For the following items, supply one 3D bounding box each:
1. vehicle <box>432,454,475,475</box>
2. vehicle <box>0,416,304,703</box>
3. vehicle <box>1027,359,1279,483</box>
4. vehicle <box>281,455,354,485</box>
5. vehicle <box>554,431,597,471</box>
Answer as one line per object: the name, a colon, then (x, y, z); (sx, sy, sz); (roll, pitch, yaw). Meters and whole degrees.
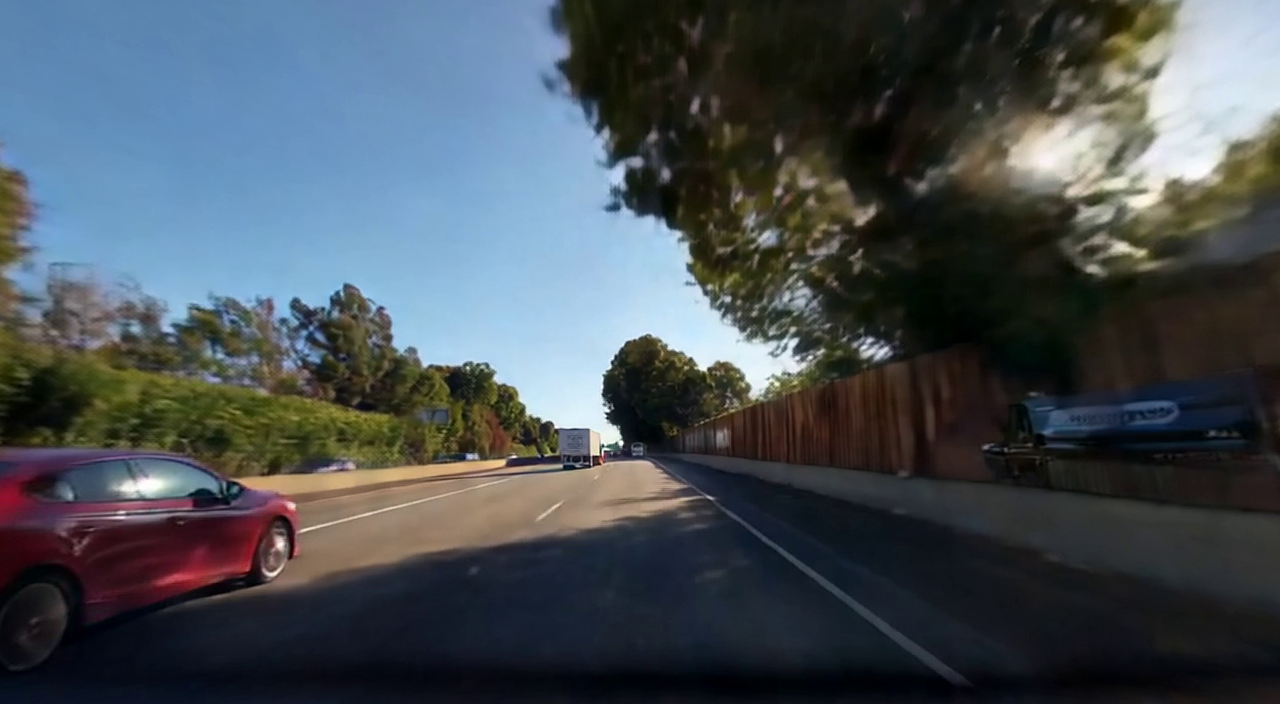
vehicle: (-13.351, 8.046, 45.241); (1.832, 1.403, 4.201); (0, -9, 0)
vehicle: (-4.299, 1.171, 3.824); (2.024, 1.476, 4.466); (0, -9, 0)
vehicle: (21.740, 2.818, 24.358); (2.782, 4.082, 12.925); (2, -9, -15)
vehicle: (-17.521, 6.387, 34.477); (1.772, 1.480, 4.102); (0, -9, 0)
vehicle: (-4.280, 6.709, 42.750); (2.305, 2.517, 5.486); (0, -9, 0)
